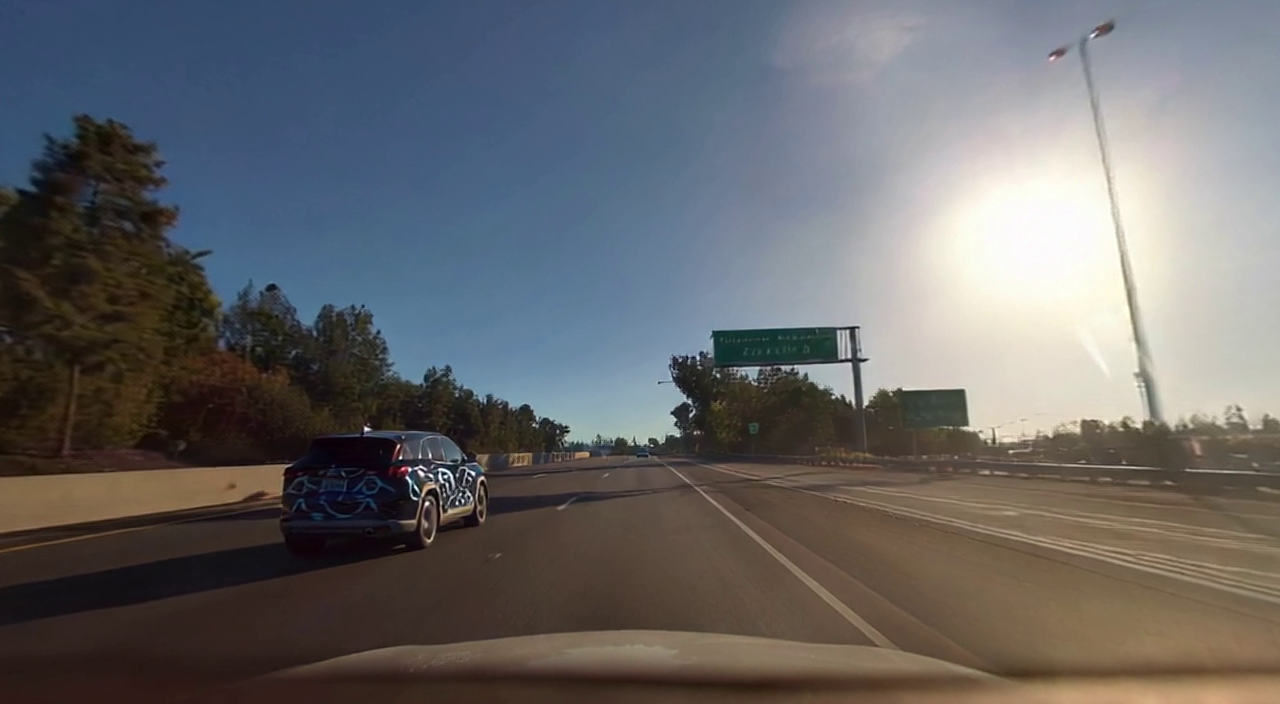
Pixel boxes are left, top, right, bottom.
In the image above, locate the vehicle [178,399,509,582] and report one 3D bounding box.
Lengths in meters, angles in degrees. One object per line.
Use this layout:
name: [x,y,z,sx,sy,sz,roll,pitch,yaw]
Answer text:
vehicle: [-3.438,1.714,8.666,2.183,1.803,4.685,0,-8,1]
